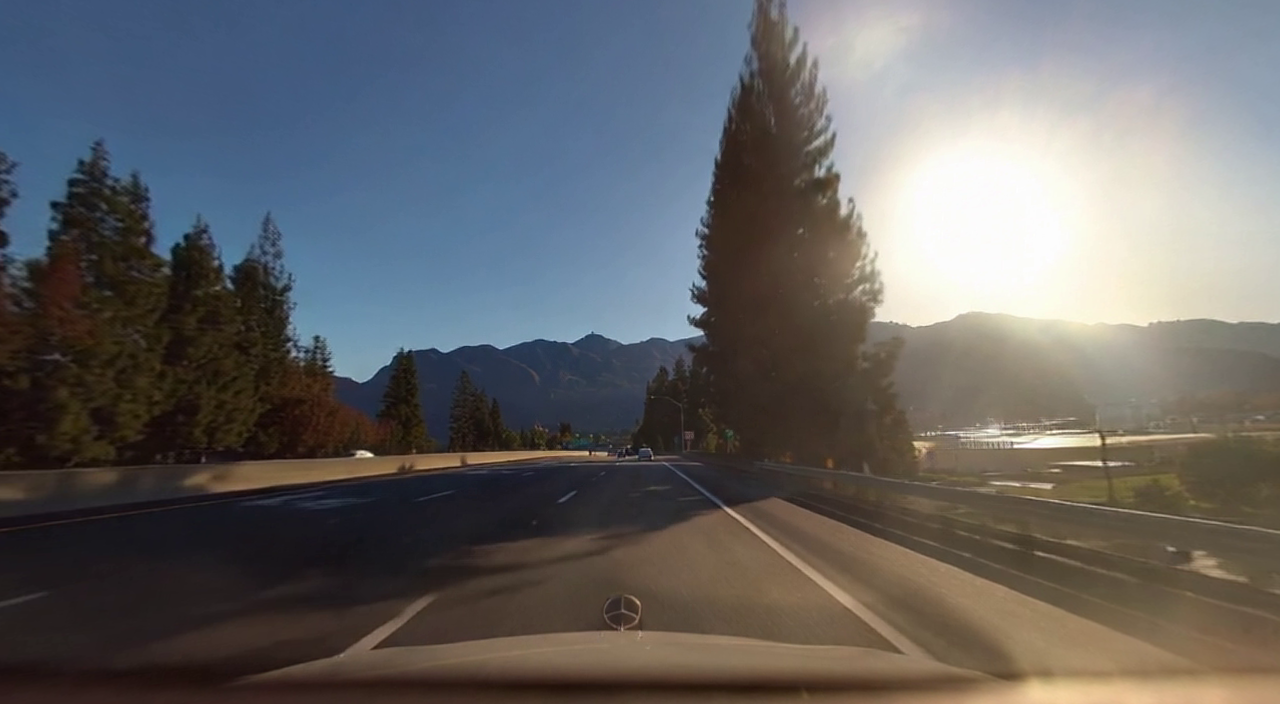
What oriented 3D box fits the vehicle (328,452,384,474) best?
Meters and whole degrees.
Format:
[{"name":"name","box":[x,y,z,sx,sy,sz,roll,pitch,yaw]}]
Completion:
[{"name":"vehicle","box":[-20.831,8.166,46.611,1.922,1.499,4.595,0,-9,1]}]
